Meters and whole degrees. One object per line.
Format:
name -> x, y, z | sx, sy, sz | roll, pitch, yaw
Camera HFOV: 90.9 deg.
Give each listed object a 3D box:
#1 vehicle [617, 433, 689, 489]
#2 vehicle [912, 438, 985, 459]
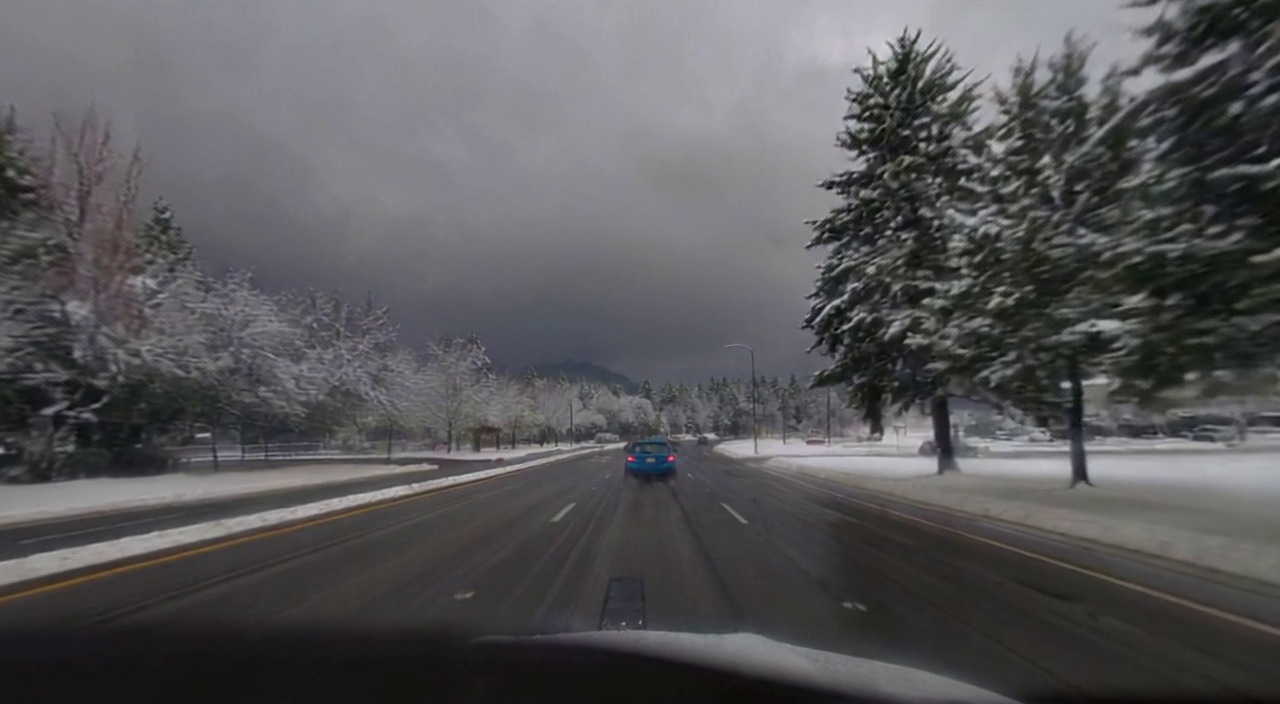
vehicle -> 0.374, 3.339, 19.638 | 2.010, 1.535, 3.735 | -1, -8, 0
vehicle -> 22.540, 7.034, 46.137 | 4.305, 1.457, 1.885 | -1, -8, 5
